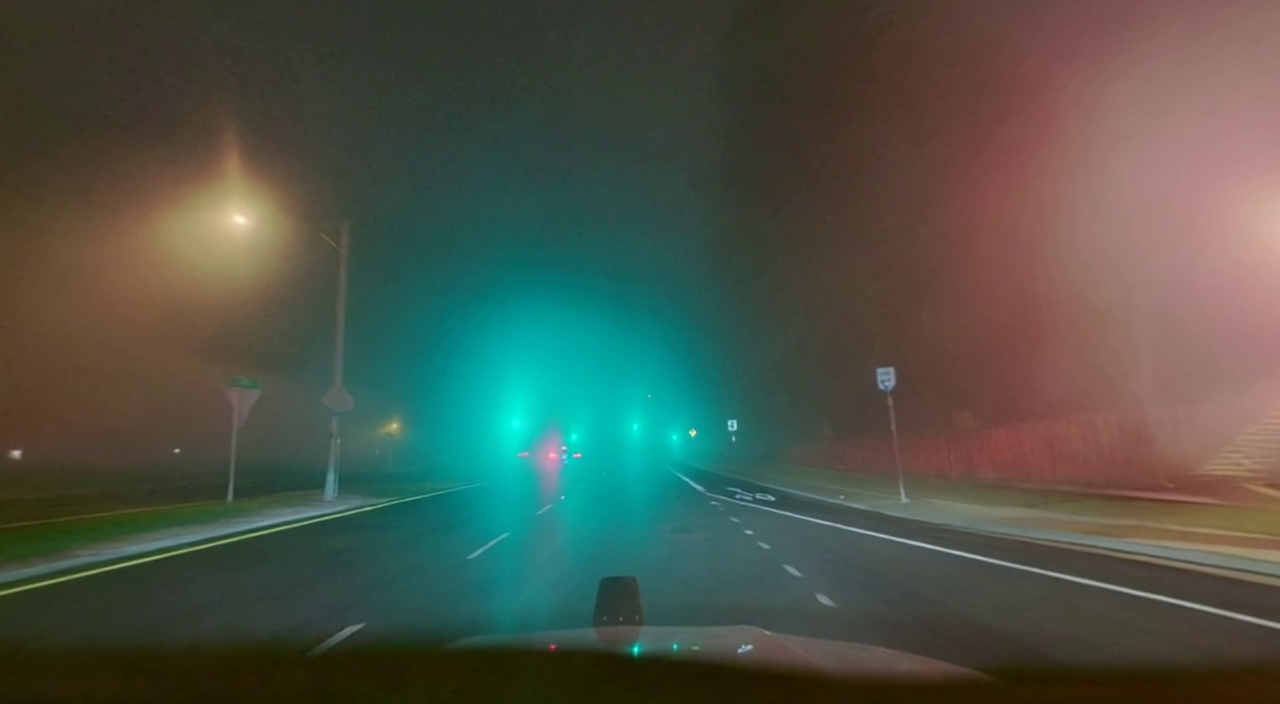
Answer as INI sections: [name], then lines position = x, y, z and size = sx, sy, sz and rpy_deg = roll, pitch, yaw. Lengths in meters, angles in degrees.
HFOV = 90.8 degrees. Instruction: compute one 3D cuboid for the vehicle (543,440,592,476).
[vehicle]
position = -3.713, 5.467, 32.939
size = 1.993, 1.733, 4.262
rpy_deg = 0, -8, 1
